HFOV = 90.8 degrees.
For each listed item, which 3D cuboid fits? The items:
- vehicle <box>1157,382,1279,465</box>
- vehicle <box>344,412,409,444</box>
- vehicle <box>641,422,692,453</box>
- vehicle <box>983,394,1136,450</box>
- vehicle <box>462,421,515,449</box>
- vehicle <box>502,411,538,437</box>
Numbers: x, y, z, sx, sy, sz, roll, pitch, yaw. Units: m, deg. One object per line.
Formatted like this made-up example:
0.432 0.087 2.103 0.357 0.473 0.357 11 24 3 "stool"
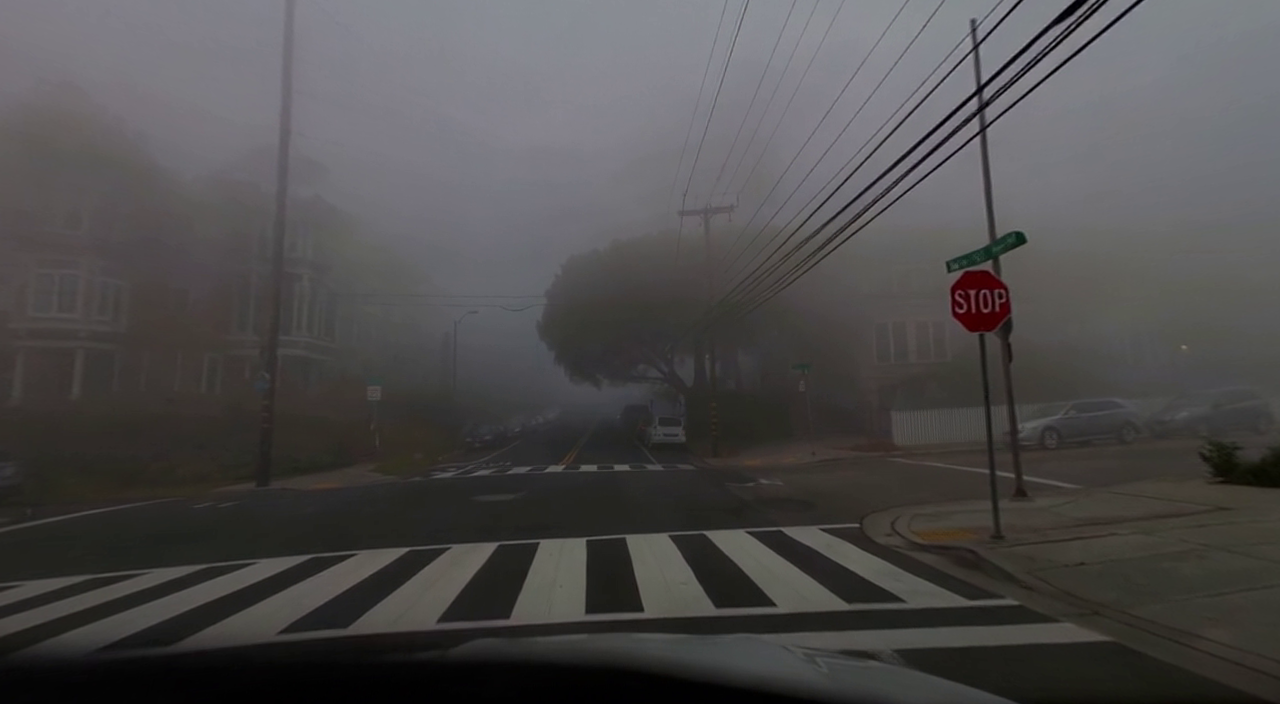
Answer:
15.465 1.769 15.338 4.389 1.818 2.062 2 -9 -12 "vehicle"
-14.810 4.370 35.861 1.992 1.678 4.658 0 -8 -5 "vehicle"
1.308 4.508 33.061 2.120 1.487 4.360 0 -8 -5 "vehicle"
16.923 2.879 25.588 4.985 2.088 2.141 2 -9 -13 "vehicle"
-8.778 4.920 37.110 2.065 1.553 4.636 0 -8 -1 "vehicle"
-9.294 5.669 49.355 2.104 1.898 4.396 0 -8 -3 "vehicle"
